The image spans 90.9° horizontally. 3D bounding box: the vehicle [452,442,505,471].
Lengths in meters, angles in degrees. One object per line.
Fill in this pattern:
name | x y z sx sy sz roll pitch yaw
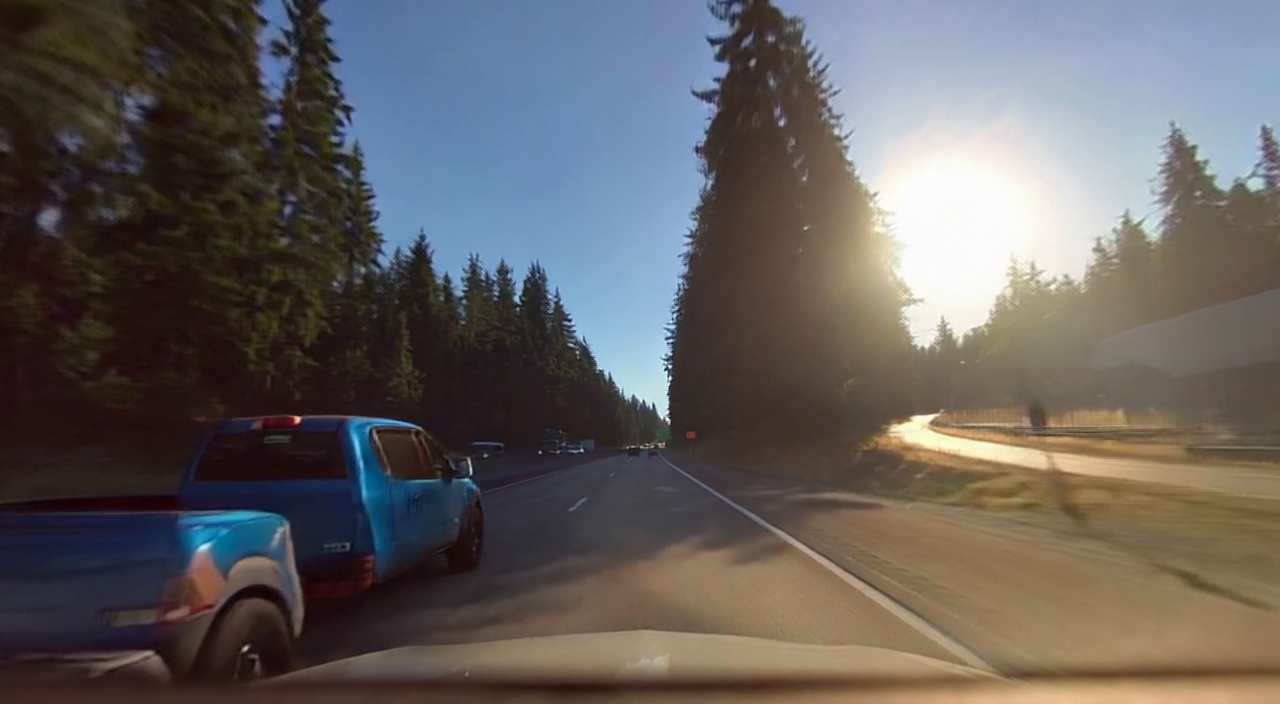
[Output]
vehicle | -11.545 7.488 45.499 2.263 1.924 5.585 -1 -8 1
